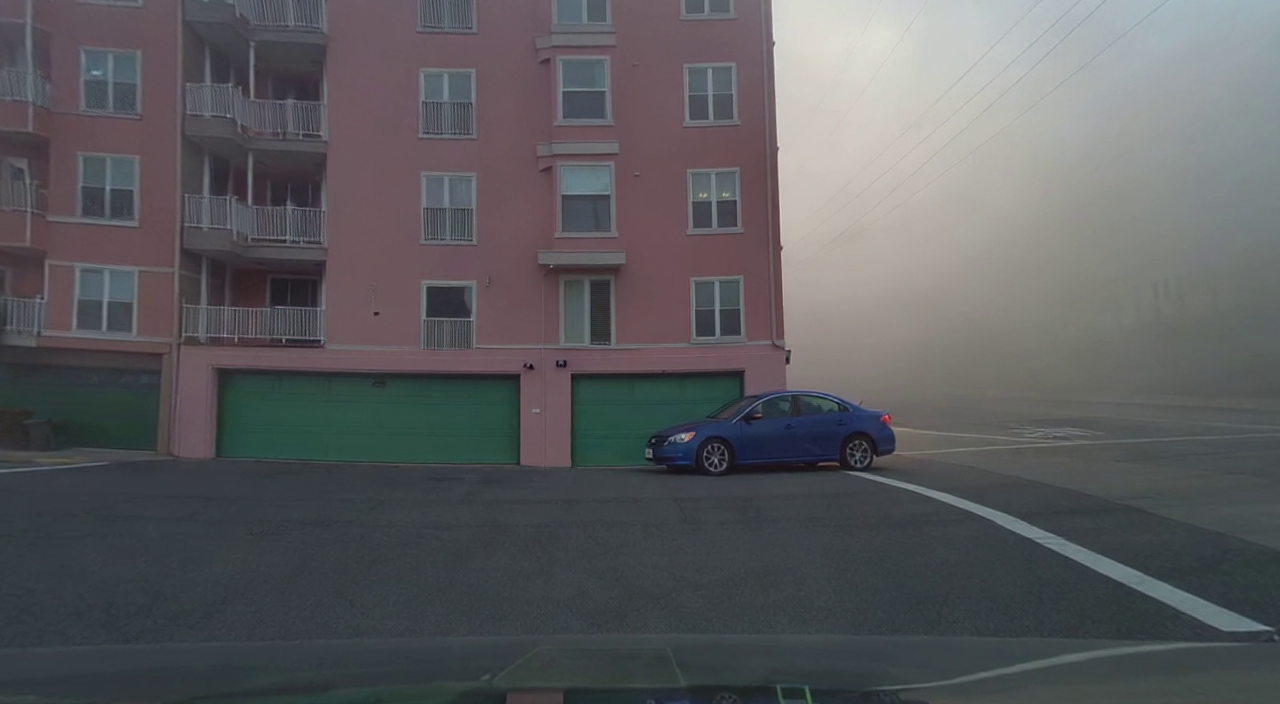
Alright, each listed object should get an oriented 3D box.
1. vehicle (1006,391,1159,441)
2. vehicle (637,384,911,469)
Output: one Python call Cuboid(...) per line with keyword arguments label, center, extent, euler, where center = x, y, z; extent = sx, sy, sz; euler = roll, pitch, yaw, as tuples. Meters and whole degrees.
Cuboid(label="vehicle", center=(15.847, 2.335, 22.749), extent=(3.905, 1.475, 2.057), euler=(-3, -8, -3))
Cuboid(label="vehicle", center=(2.300, 1.417, 11.835), extent=(4.697, 1.444, 1.825), euler=(0, -8, -1))
